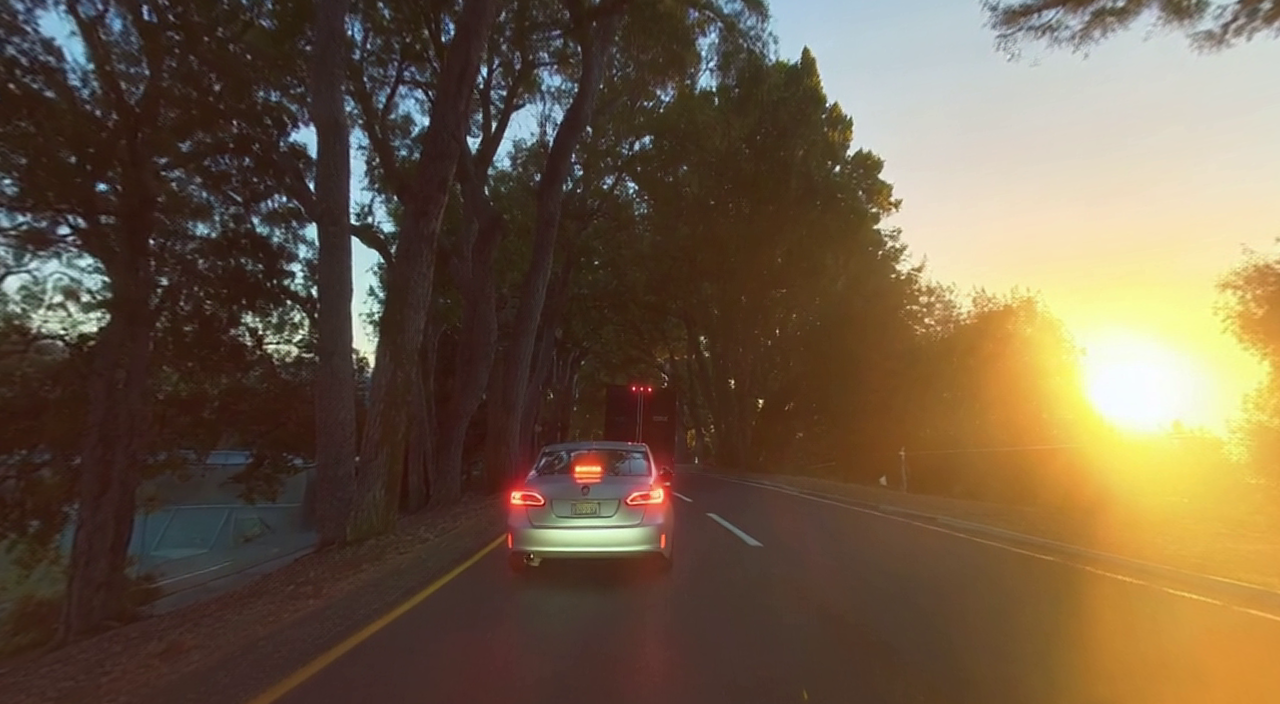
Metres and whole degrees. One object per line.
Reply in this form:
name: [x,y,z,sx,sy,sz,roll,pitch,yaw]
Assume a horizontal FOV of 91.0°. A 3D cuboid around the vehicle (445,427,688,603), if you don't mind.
vehicle: [-0.623,1.711,7.509,2.076,1.490,4.078,0,-9,0]
